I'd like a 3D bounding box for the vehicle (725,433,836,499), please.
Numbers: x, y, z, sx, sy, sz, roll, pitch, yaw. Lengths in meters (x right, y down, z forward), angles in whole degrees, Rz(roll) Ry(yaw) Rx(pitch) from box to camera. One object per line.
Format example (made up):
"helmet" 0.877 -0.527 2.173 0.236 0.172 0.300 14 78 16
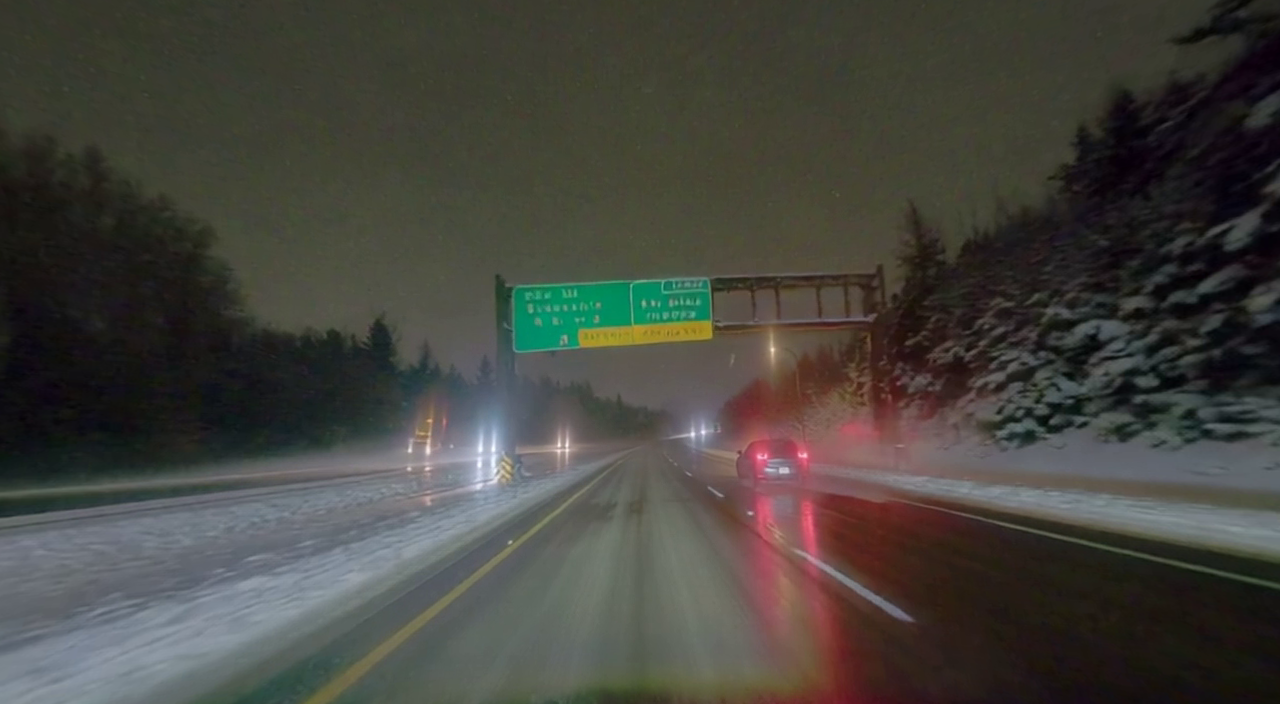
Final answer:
"vehicle" 3.568 2.978 16.857 1.997 1.515 4.025 0 -9 0
